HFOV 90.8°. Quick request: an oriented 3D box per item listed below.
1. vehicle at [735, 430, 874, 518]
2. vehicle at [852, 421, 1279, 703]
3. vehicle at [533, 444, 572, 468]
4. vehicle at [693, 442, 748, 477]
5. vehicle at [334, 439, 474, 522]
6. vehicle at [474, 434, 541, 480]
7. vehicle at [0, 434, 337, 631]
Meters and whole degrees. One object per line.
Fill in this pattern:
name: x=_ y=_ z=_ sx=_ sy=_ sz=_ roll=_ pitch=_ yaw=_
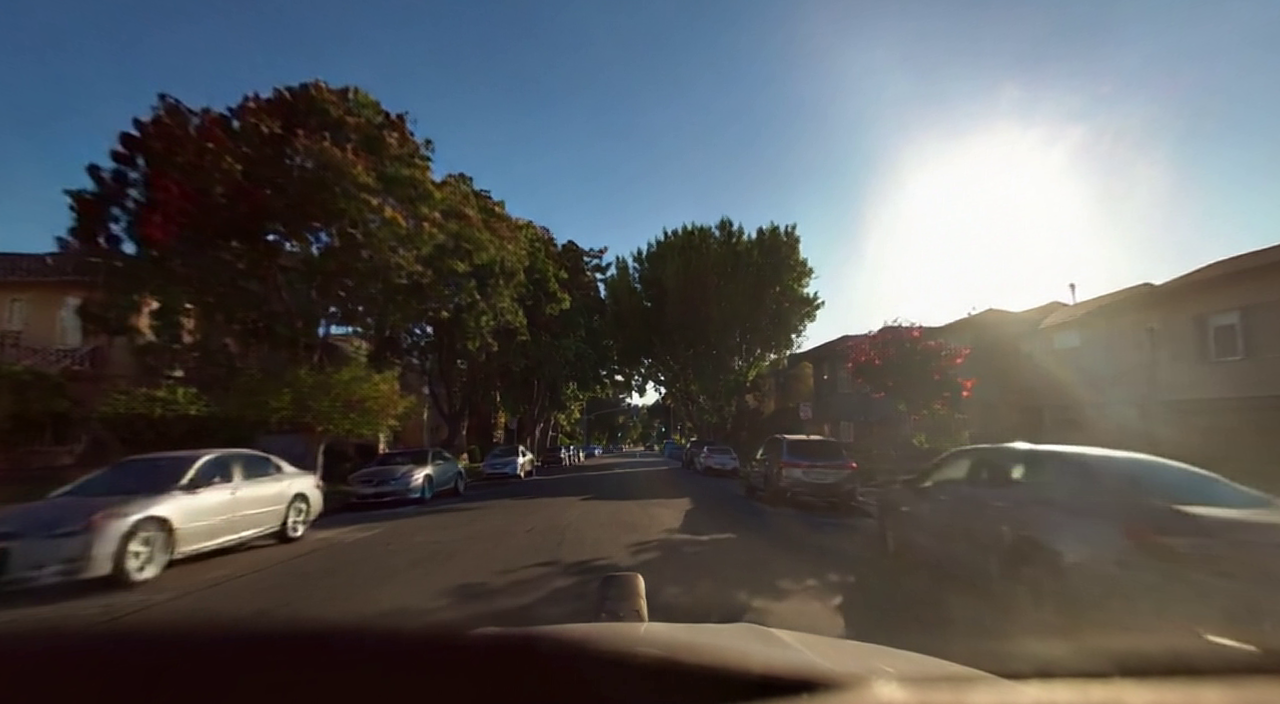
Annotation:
vehicle: x=3.479 y=2.667 z=14.336 sx=1.950 sy=1.647 sz=4.425 roll=0 pitch=-9 yaw=0
vehicle: x=3.485 y=1.388 z=5.065 sx=1.881 sy=1.482 sz=4.531 roll=0 pitch=-9 yaw=-2
vehicle: x=-5.831 y=6.950 z=42.518 sx=1.998 sy=1.485 sz=4.476 roll=0 pitch=-9 yaw=0
vehicle: x=3.658 y=4.981 z=29.570 sx=1.968 sy=1.505 sz=4.368 roll=0 pitch=-9 yaw=0
vehicle: x=-5.893 y=3.183 z=16.396 sx=1.901 sy=1.475 sz=4.425 roll=-5 pitch=-5 yaw=0
vehicle: x=-5.984 y=4.813 z=29.038 sx=2.106 sy=1.760 sz=4.573 roll=-4 pitch=-9 yaw=-2
vehicle: x=-5.772 y=1.859 z=7.657 sx=1.947 sy=1.551 sz=4.552 roll=-4 pitch=-7 yaw=1
